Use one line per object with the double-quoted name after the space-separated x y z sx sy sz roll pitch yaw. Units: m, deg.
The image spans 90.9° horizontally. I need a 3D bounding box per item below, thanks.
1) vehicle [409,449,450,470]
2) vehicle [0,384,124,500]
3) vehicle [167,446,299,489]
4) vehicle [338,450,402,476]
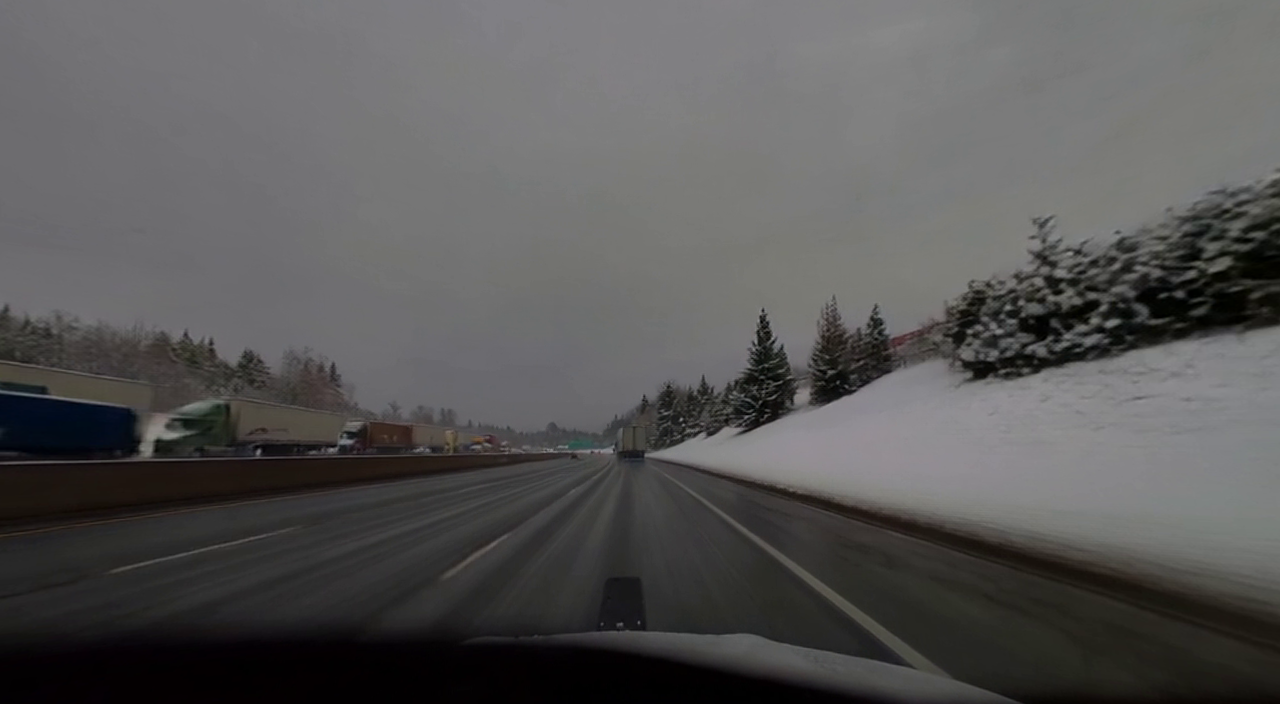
-15.571 7.972 46.876 1.699 1.513 3.748 0 -9 1 "vehicle"
-14.854 1.964 13.702 2.382 2.437 5.706 0 -9 -1 "vehicle"
-15.166 4.314 23.878 1.863 1.438 4.669 0 -9 0 "vehicle"
-15.884 6.520 37.312 1.884 1.436 4.220 0 -9 0 "vehicle"
